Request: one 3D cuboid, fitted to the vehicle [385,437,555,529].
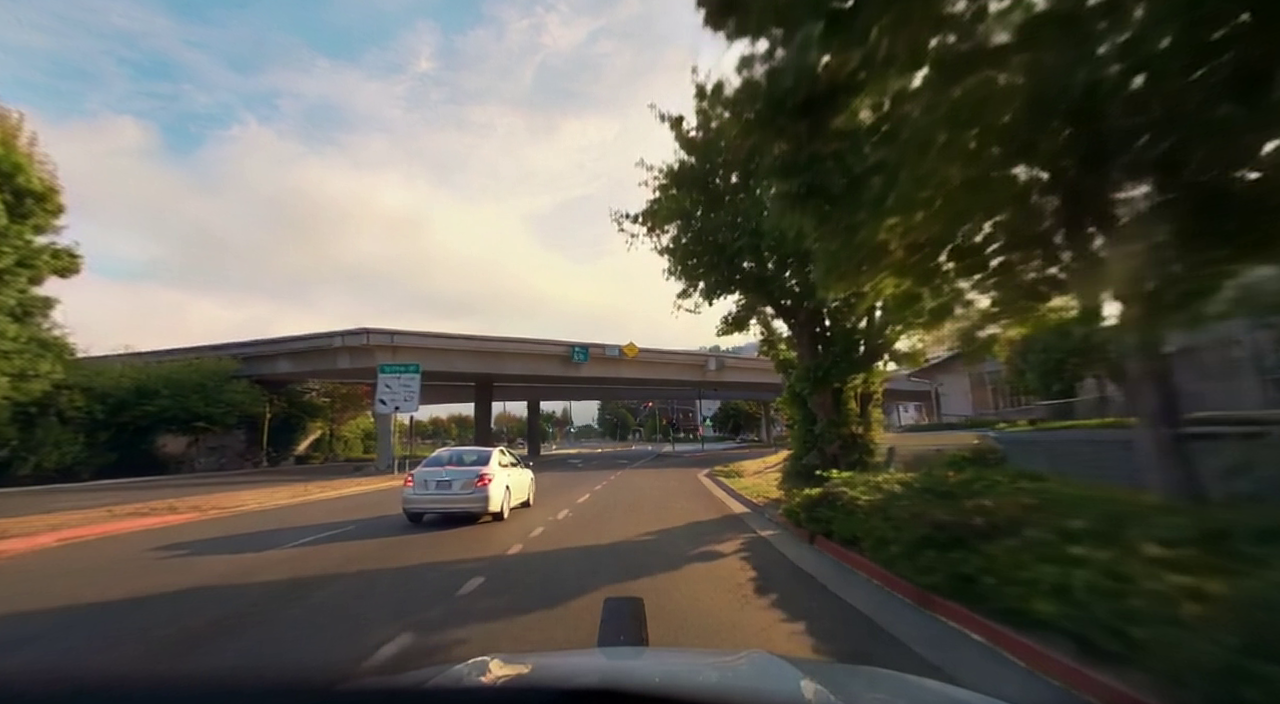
[{"bbox_3d":[-3.078,2.499,12.593,1.963,1.460,4.614,-1,-9,2],"label":"vehicle"}]
